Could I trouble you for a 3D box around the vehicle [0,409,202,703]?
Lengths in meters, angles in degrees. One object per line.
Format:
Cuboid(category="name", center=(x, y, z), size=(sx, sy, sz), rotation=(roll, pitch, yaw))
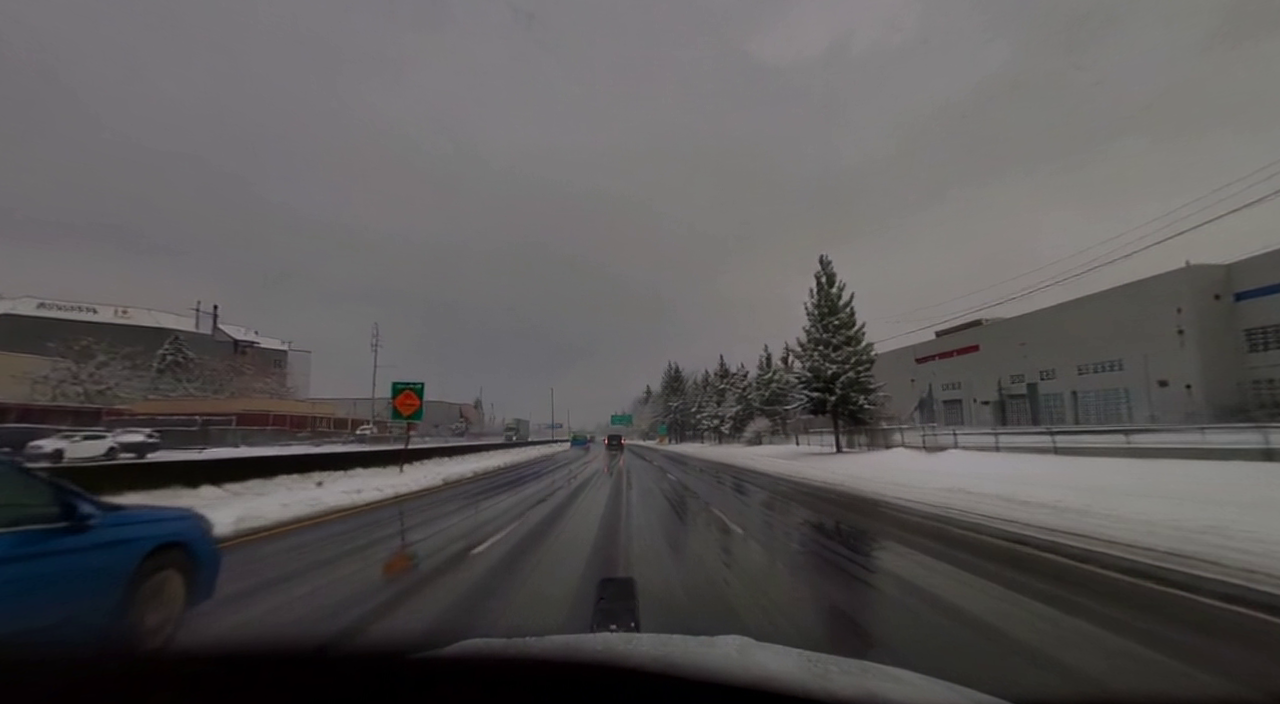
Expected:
Cuboid(category="vehicle", center=(-3.659, 0.860, 1.756), size=(1.916, 1.451, 4.166), rotation=(0, -8, -1))
